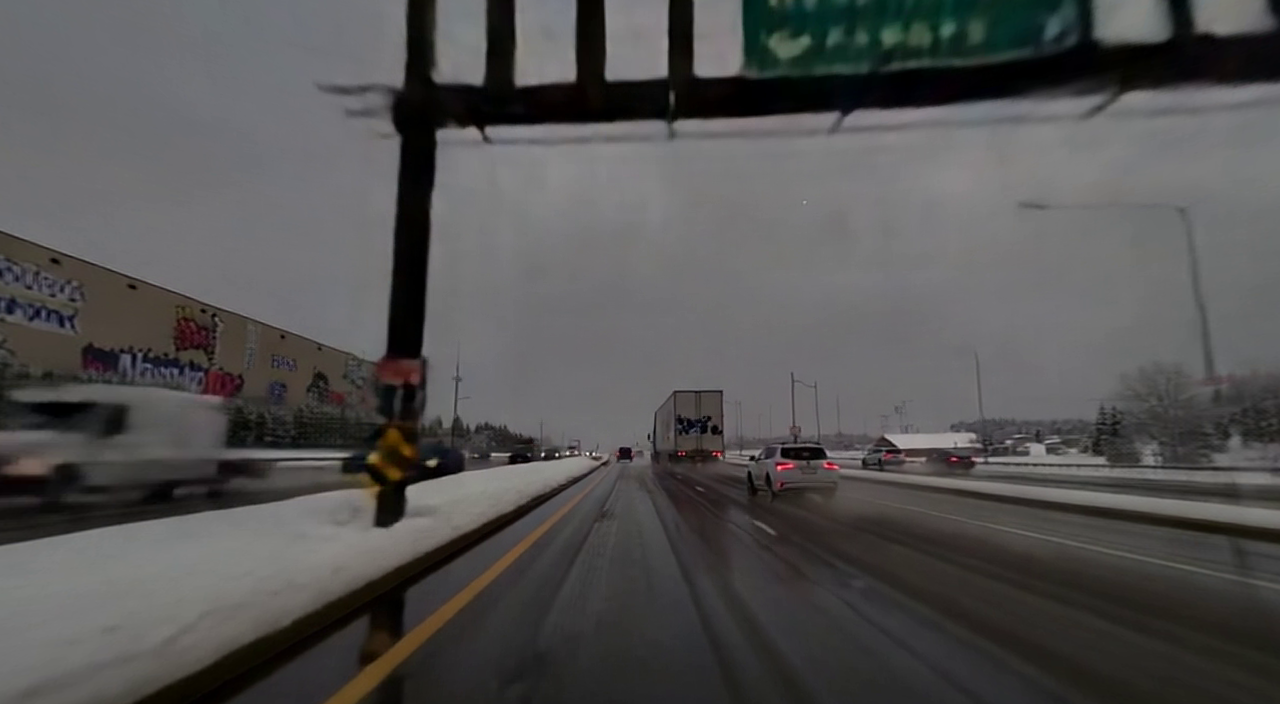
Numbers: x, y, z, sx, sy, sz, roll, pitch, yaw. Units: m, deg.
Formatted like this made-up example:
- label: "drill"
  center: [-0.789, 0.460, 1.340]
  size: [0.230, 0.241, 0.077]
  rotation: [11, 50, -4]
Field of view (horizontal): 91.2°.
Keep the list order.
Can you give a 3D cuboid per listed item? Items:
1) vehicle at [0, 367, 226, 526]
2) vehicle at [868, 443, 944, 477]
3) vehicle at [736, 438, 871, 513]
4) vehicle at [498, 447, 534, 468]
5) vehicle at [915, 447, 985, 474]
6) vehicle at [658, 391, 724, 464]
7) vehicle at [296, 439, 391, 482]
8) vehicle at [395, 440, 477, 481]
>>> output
- label: "vehicle"
  center: [-12.240, 2.070, 13.613]
  size: [2.334, 2.718, 6.105]
  rotation: [0, -9, -1]
- label: "vehicle"
  center: [14.131, 5.744, 33.546]
  size: [2.107, 1.648, 4.324]
  rotation: [0, -9, -1]
- label: "vehicle"
  center: [3.876, 3.011, 15.790]
  size: [2.085, 1.588, 4.436]
  rotation: [0, -9, -2]
- label: "vehicle"
  center: [-9.294, 7.924, 47.200]
  size: [1.874, 1.494, 4.394]
  rotation: [0, -9, -1]
- label: "vehicle"
  center: [18.258, 6.402, 37.197]
  size: [1.811, 1.499, 4.472]
  rotation: [0, -9, -1]
- label: "vehicle"
  center: [3.317, 5.914, 46.699]
  size: [3.317, 4.314, 17.803]
  rotation: [0, -9, 0]
- label: "vehicle"
  center: [-12.833, 4.718, 27.451]
  size: [1.945, 1.708, 4.530]
  rotation: [0, -9, 0]
- label: "vehicle"
  center: [-8.600, 4.601, 26.854]
  size: [2.040, 1.571, 4.457]
  rotation: [0, -9, -1]
